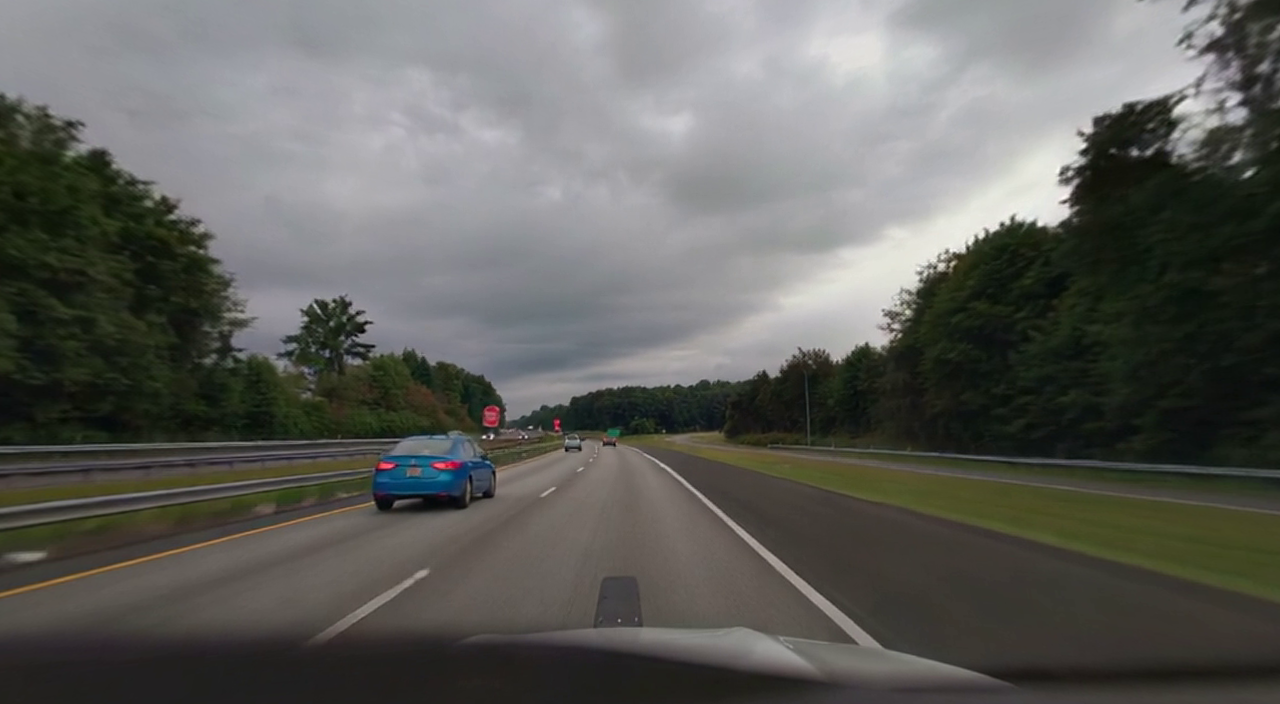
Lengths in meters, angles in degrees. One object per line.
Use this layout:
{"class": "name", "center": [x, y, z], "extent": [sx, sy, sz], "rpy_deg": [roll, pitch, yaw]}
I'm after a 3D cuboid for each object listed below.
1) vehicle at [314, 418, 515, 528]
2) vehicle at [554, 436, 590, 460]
{"class": "vehicle", "center": [-3.828, 2.116, 11.754], "extent": [2.047, 1.612, 4.631], "rpy_deg": [0, -8, 0]}
{"class": "vehicle", "center": [-4.172, 5.926, 39.126], "extent": [1.874, 1.369, 3.875], "rpy_deg": [1, -8, -1]}
